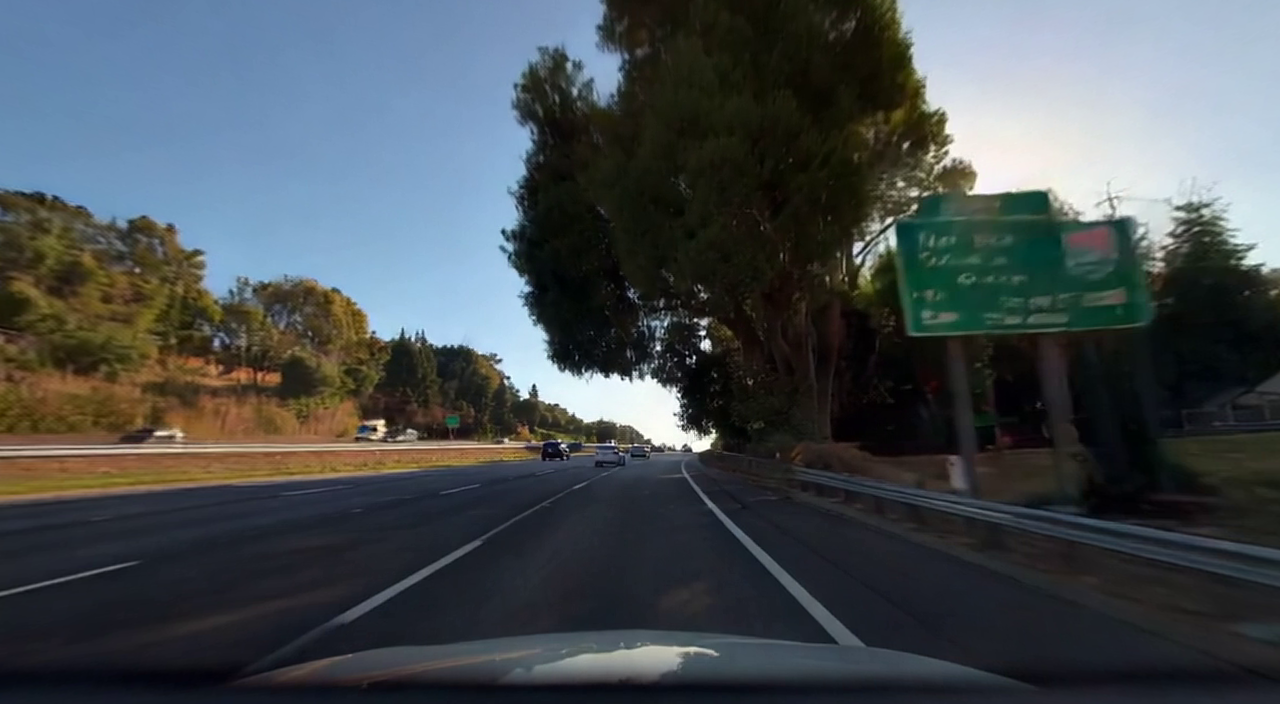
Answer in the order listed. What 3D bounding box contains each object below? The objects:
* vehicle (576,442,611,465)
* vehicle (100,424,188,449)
[{"bbox_3d":[-3.492,7.745,48.275,2.035,1.673,4.469,0,-9,3],"label":"vehicle"},{"bbox_3d":[-32.618,5.609,41.588,1.985,1.514,4.533,0,-9,3],"label":"vehicle"}]
